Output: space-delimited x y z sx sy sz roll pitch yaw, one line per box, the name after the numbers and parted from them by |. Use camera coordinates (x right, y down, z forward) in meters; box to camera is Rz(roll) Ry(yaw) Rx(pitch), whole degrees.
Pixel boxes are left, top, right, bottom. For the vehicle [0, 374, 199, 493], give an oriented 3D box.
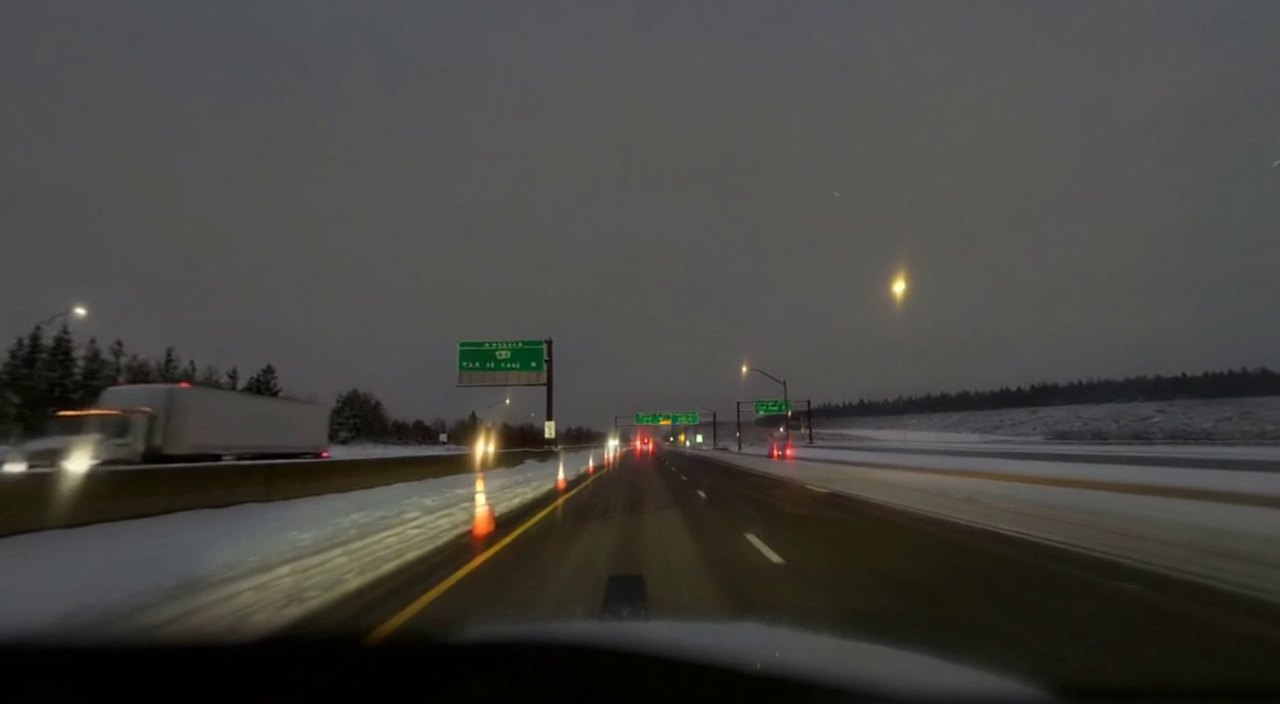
-20.175 3.017 23.081 3.033 3.698 6.780 0 -8 0 | vehicle
